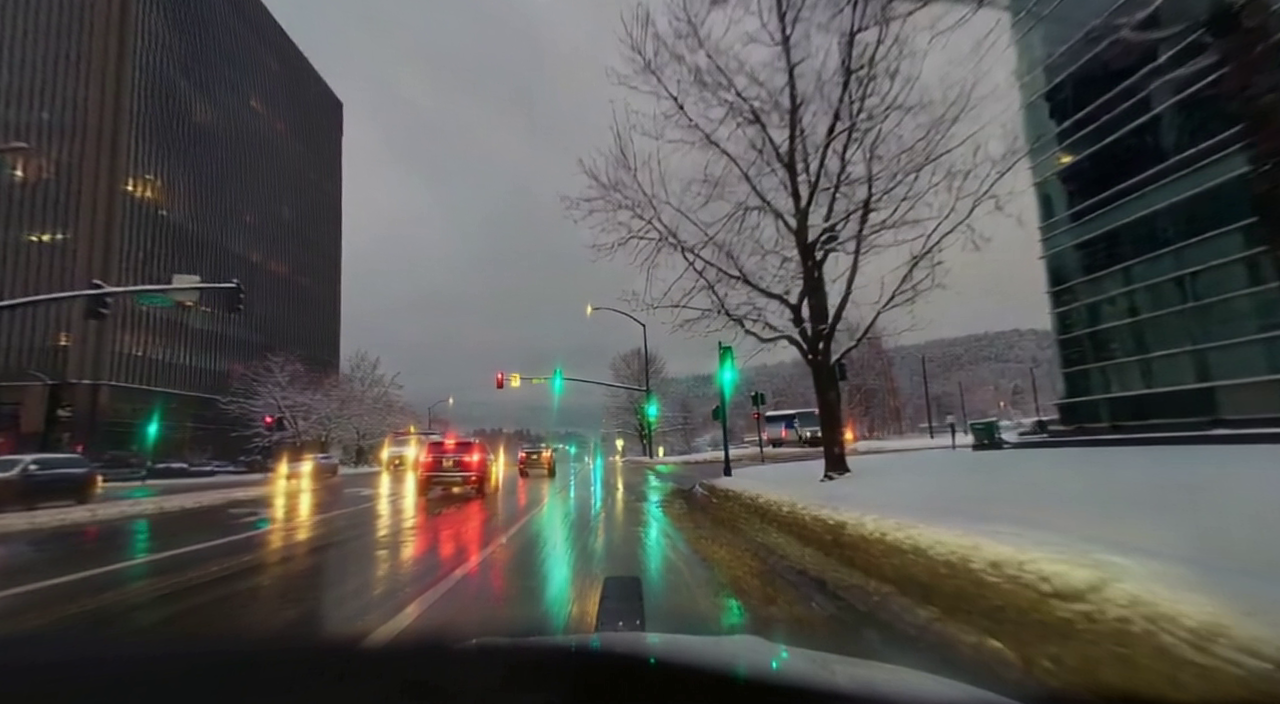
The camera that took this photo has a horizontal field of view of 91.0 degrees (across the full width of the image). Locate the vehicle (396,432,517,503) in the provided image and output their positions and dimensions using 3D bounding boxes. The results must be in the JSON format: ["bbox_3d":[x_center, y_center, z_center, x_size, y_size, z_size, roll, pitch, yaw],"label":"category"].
[{"bbox_3d":[-5.039,3.254,18.063,2.169,1.741,4.588,1,-9,-2],"label":"vehicle"}]

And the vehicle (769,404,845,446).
[{"bbox_3d":[12.906,5.779,49.030,4.005,2.827,4.538,4,-11,-14],"label":"vehicle"}]

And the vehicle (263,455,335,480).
[{"bbox_3d":[-23.876,8.070,44.312,2.103,1.590,4.613,-1,-9,6],"label":"vehicle"}]

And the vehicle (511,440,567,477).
[{"bbox_3d":[-5.529,5.941,35.316,2.384,1.849,5.009,0,-9,-1],"label":"vehicle"}]

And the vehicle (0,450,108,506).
[{"bbox_3d":[-21.091,4.218,21.453,2.145,1.698,4.499,1,-9,-3],"label":"vehicle"}]

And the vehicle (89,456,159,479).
[{"bbox_3d":[-40.899,9.153,49.943,4.004,1.503,1.782,-2,-8,-2],"label":"vehicle"}]
